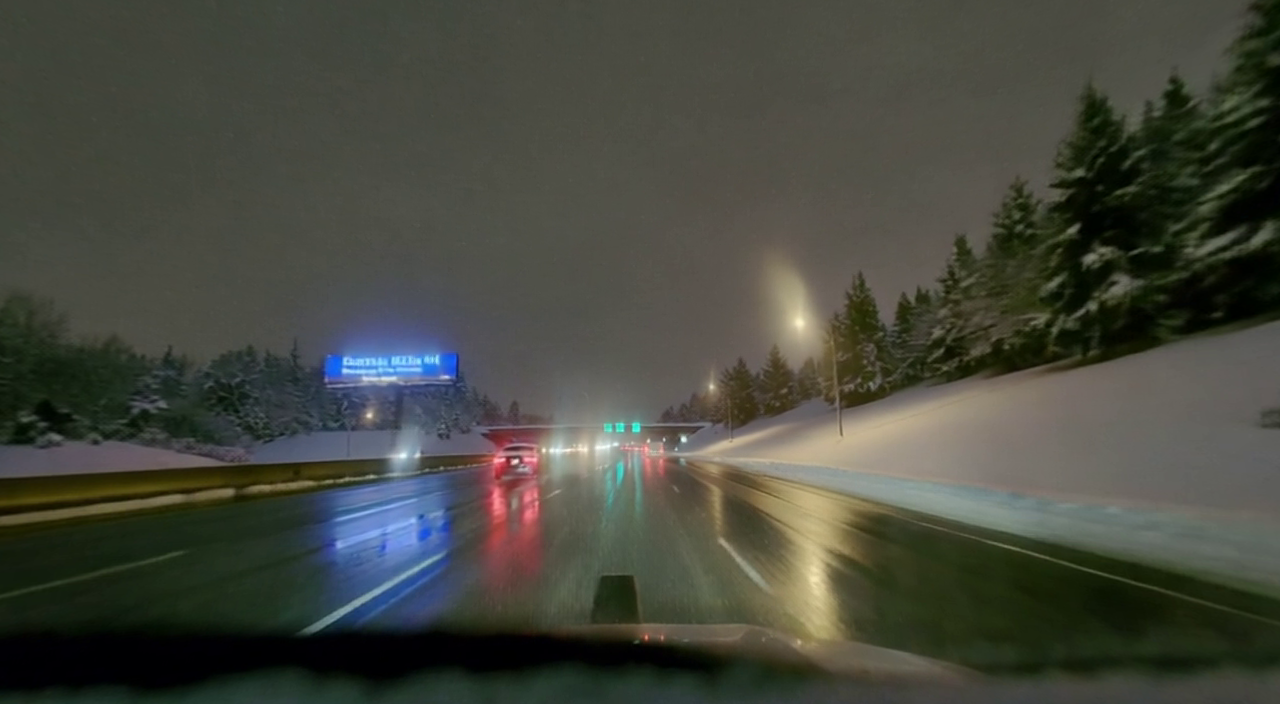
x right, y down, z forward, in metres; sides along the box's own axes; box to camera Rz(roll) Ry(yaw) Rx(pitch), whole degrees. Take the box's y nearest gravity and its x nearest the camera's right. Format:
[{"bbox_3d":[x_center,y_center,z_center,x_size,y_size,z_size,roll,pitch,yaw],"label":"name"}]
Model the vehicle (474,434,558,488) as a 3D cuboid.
[{"bbox_3d":[-4.329,3.894,22.919,2.102,1.727,4.704,0,-9,0],"label":"vehicle"}]
